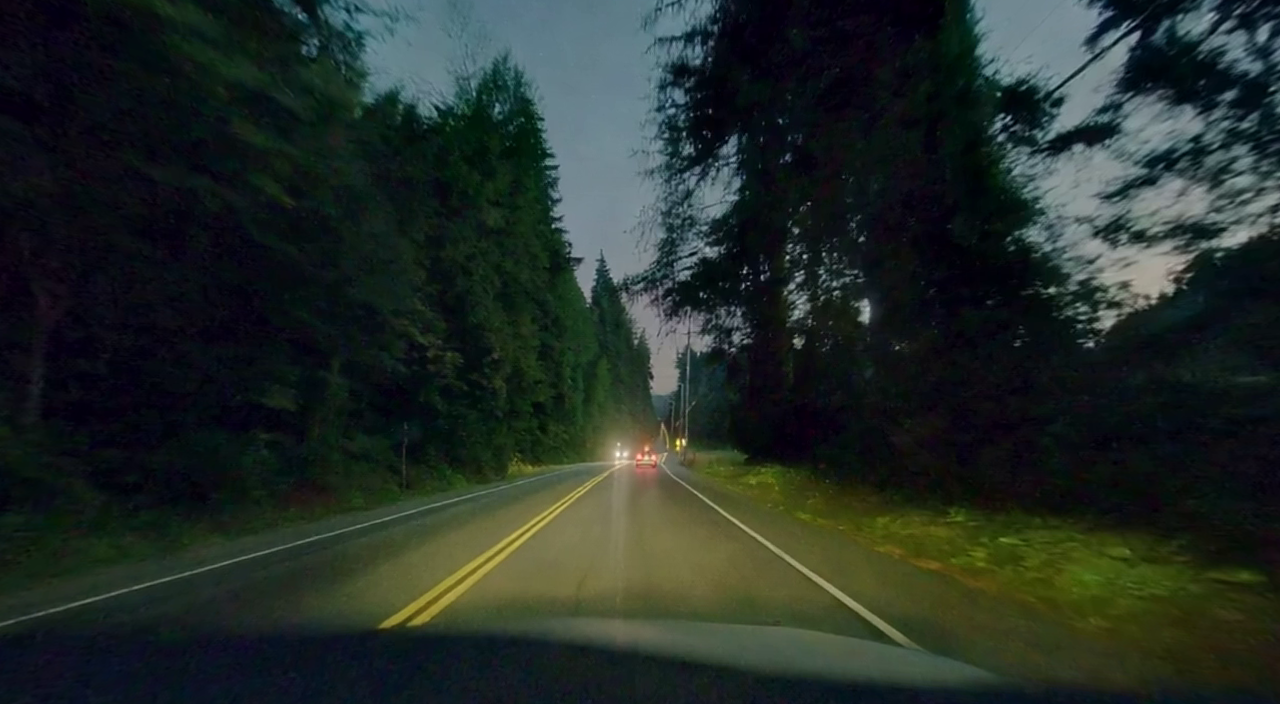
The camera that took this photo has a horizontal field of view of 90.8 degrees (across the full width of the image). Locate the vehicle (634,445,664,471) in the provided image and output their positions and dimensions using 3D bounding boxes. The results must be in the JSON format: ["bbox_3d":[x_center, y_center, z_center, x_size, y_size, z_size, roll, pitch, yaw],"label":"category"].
[{"bbox_3d":[0.634,7.666,45.975,2.083,1.767,4.448,0,-9,0],"label":"vehicle"}]
